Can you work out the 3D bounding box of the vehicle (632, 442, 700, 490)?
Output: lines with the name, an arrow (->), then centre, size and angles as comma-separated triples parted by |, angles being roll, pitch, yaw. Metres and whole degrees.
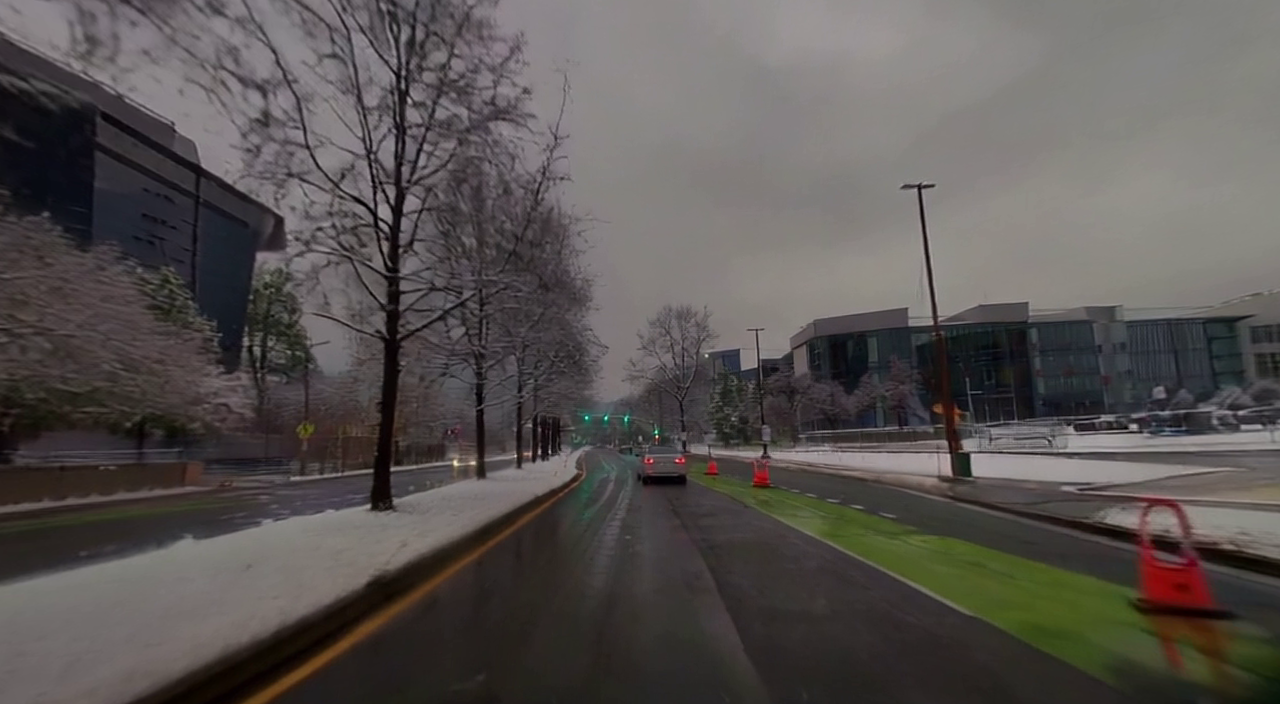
vehicle -> 0.785, 3.957, 22.267 | 2.114, 1.493, 4.430 | 0, -8, -1
